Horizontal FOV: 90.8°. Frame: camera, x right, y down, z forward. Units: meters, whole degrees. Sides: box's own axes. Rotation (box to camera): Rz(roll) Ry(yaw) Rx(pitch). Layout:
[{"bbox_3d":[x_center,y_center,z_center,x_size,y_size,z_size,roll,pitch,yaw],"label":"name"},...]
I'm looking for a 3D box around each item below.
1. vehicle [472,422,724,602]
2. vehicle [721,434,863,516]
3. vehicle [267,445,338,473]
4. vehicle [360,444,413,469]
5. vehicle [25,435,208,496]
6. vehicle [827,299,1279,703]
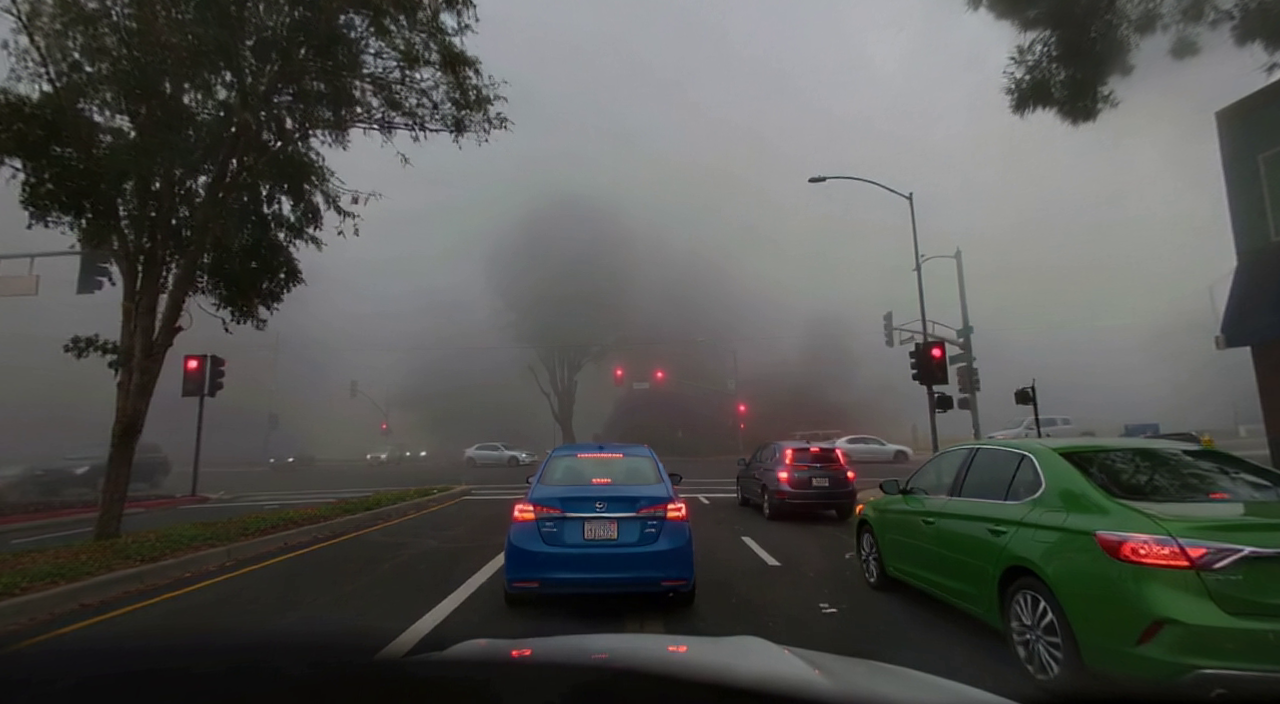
[{"bbox_3d":[-0.373,1.652,7.384,2.143,1.520,3.848,0,-8,0],"label":"vehicle"},{"bbox_3d":[3.175,2.672,14.299,2.026,1.549,4.559,0,-8,-1],"label":"vehicle"},{"bbox_3d":[-21.606,6.832,40.641,1.935,1.701,4.590,0,-8,1],"label":"vehicle"},{"bbox_3d":[-17.953,7.368,44.889,1.976,1.667,4.274,0,-8,0],"label":"vehicle"},{"bbox_3d":[-17.990,3.904,22.145,2.295,1.858,4.748,0,-8,0],"label":"vehicle"},{"bbox_3d":[3.580,1.106,5.058,2.572,1.945,5.065,0,-8,0],"label":"vehicle"}]
